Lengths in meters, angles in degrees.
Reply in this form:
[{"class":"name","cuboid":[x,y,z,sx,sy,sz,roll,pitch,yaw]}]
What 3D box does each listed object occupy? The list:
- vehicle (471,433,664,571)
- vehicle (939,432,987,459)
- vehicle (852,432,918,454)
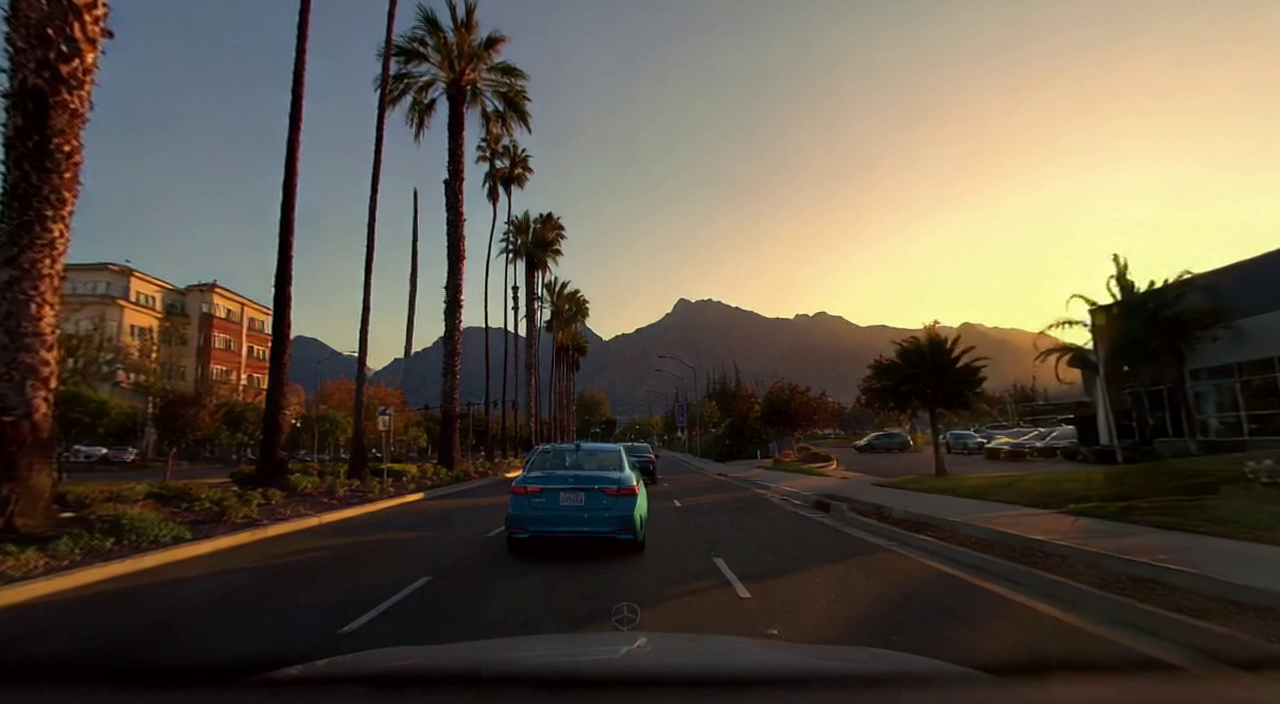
[{"class":"vehicle","cuboid":[-0.863,1.907,8.817,2.067,1.459,3.886,0,-8,-3]},{"class":"vehicle","cuboid":[19.586,5.646,38.183,1.961,1.526,4.640,-6,-10,33]},{"class":"vehicle","cuboid":[19.189,7.177,49.672,1.925,1.652,4.490,6,-10,-34]}]
